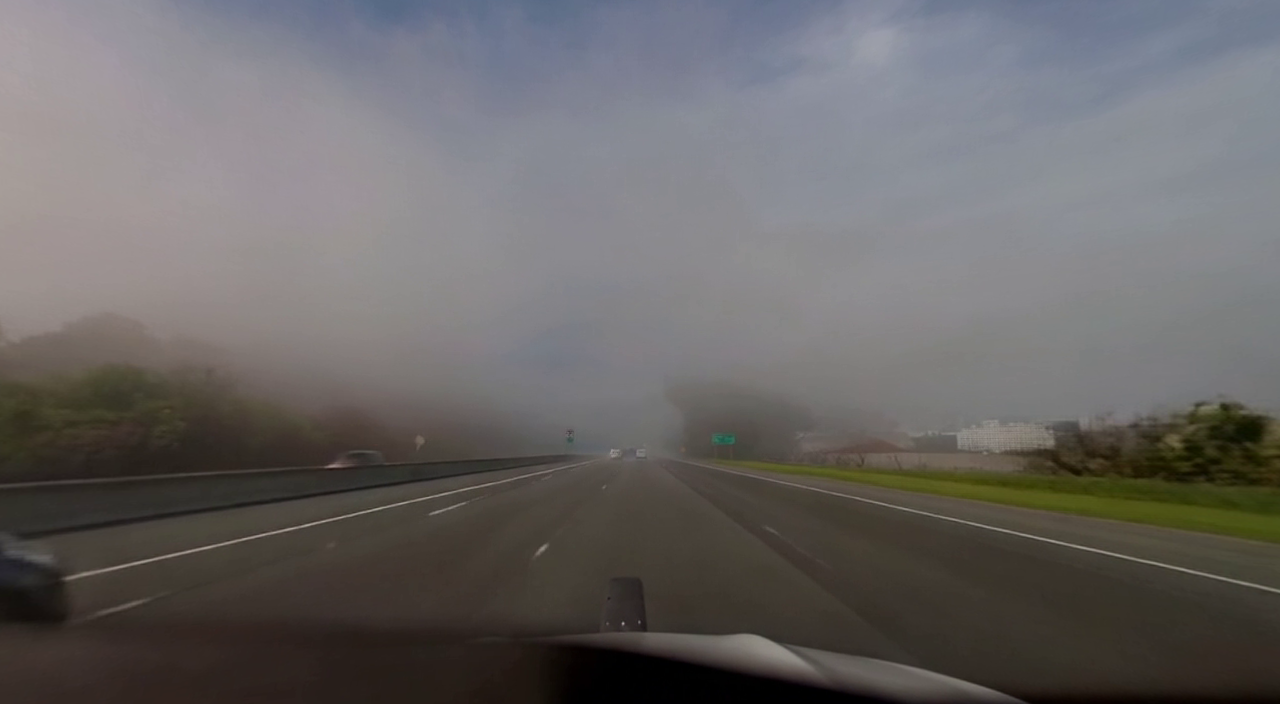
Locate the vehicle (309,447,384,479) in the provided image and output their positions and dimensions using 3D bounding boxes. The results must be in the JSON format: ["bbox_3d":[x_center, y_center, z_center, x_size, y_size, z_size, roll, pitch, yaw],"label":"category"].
[{"bbox_3d":[-16.476,6.265,35.684,1.994,1.649,4.641,0,-9,1],"label":"vehicle"}]
